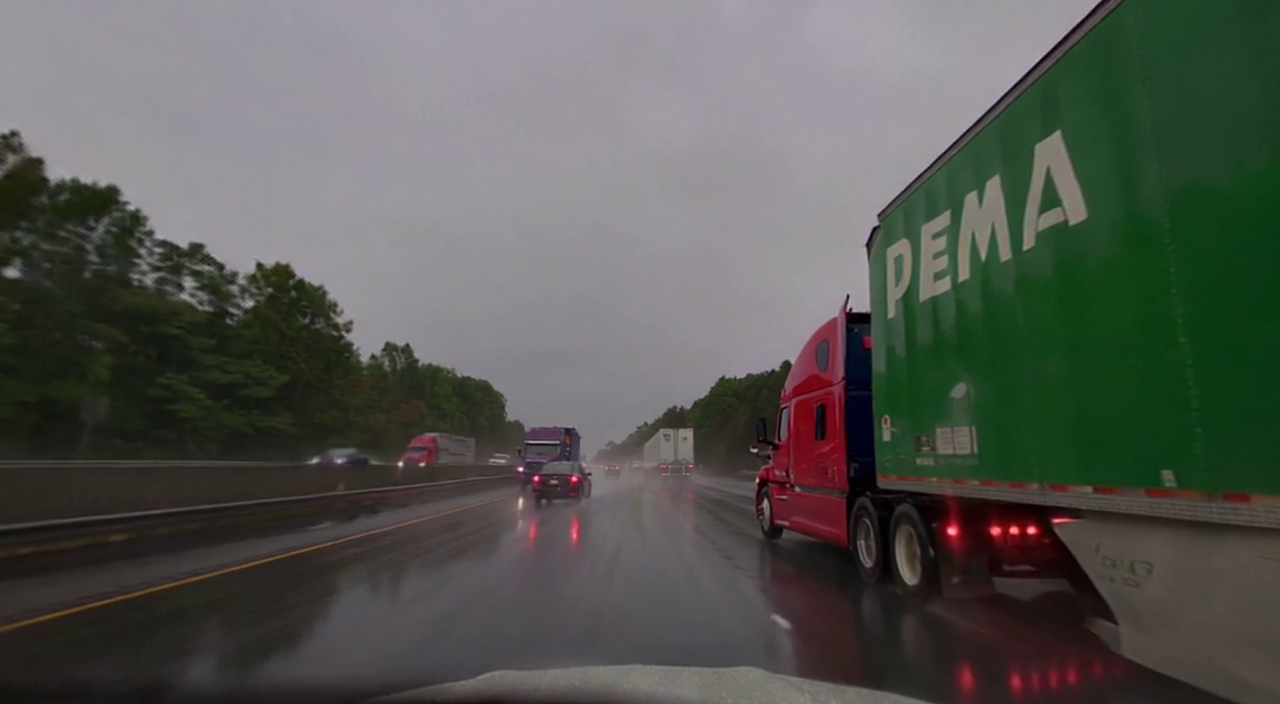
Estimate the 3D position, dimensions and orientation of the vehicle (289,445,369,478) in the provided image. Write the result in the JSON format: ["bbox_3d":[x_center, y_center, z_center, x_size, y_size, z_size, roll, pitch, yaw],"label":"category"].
[{"bbox_3d":[-16.139,5.762,32.990,1.980,1.587,4.561,1,-10,-2],"label":"vehicle"}]

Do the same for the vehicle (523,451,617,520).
[{"bbox_3d":[-1.760,3.646,17.533,2.010,1.580,4.949,1,-10,0],"label":"vehicle"}]

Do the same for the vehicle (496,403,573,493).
[{"bbox_3d":[-5.274,4.985,32.467,3.099,4.220,5.196,1,-10,-2],"label":"vehicle"}]

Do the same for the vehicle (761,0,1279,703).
[{"bbox_3d":[3.944,0.406,5.401,2.856,4.040,14.009,1,-10,-1],"label":"vehicle"}]
